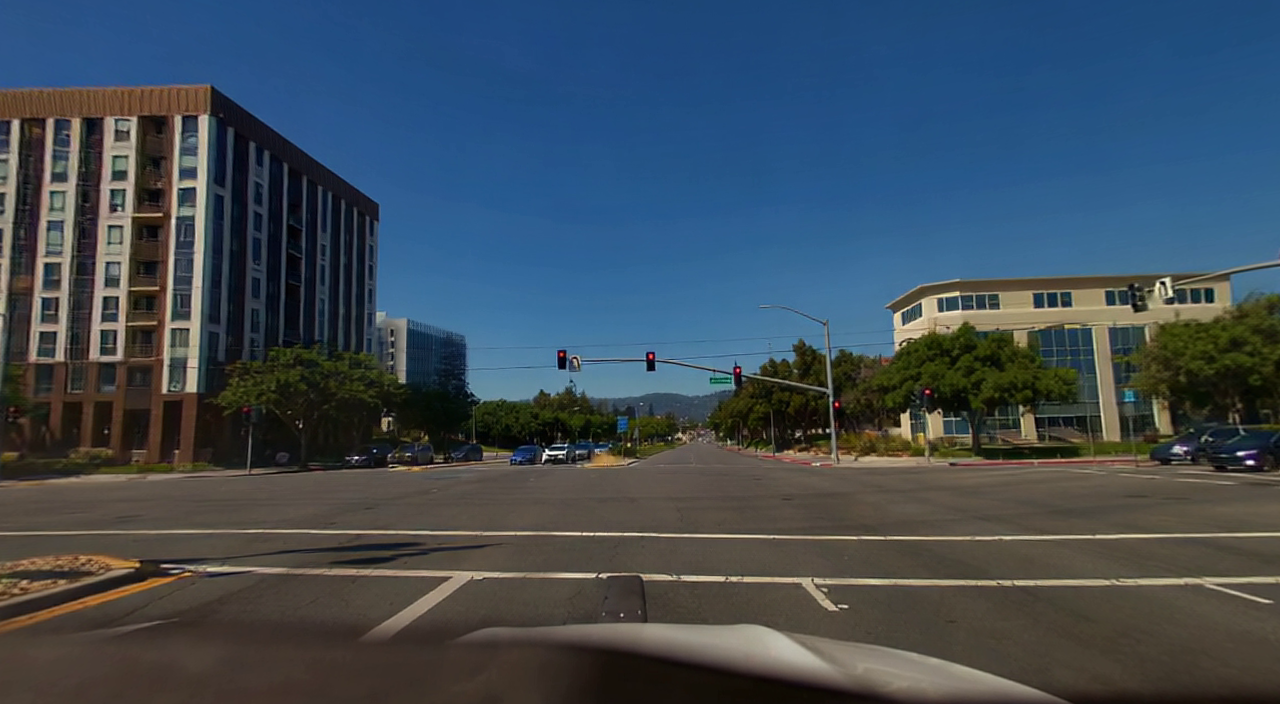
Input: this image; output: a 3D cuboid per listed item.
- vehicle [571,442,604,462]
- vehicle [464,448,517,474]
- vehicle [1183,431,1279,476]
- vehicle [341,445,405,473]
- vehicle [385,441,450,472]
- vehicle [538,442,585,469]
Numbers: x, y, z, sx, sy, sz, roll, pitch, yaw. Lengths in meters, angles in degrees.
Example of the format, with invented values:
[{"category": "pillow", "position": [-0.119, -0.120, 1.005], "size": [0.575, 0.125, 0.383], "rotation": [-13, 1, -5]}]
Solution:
[{"category": "vehicle", "position": [-4.040, 7.832, 49.458], "size": [2.115, 1.445, 4.864], "rotation": [0, -9, 1]}, {"category": "vehicle", "position": [-7.940, 5.802, 33.952], "size": [1.910, 1.288, 4.093], "rotation": [0, -9, -1]}, {"category": "vehicle", "position": [22.328, 3.567, 22.354], "size": [4.474, 1.477, 1.908], "rotation": [0, -9, -3]}, {"category": "vehicle", "position": [-18.532, 7.413, 44.083], "size": [2.237, 1.842, 5.116], "rotation": [0, -9, 0]}, {"category": "vehicle", "position": [-15.123, 7.124, 43.262], "size": [2.340, 1.946, 5.450], "rotation": [-1, -9, 1]}, {"category": "vehicle", "position": [-4.558, 6.072, 37.236], "size": [2.109, 1.461, 4.637], "rotation": [0, -9, 1]}]
